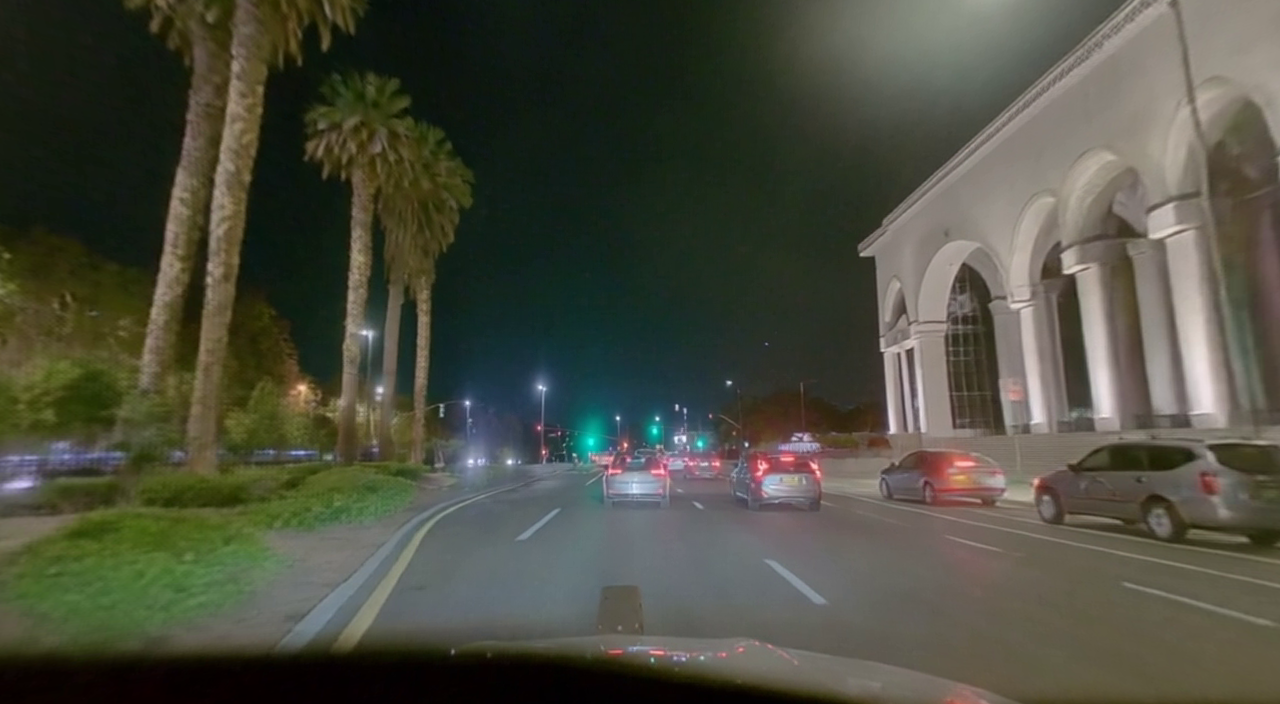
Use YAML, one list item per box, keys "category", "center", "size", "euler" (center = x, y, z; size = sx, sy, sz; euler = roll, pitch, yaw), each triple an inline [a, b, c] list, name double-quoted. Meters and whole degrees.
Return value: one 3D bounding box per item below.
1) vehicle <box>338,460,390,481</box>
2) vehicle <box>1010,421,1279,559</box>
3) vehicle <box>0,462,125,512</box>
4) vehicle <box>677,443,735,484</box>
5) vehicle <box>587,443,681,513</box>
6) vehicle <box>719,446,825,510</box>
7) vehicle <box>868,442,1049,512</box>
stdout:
- category: "vehicle"
  center: [-21.136, 9.068, 48.582]
  size: [1.935, 1.479, 4.453]
  euler: [0, -9, 0]
- category: "vehicle"
  center: [8.532, 2.094, 10.370]
  size: [1.994, 1.715, 4.777]
  euler: [0, -9, 0]
- category: "vehicle"
  center: [-20.919, 4.651, 22.128]
  size: [1.856, 1.429, 4.672]
  euler: [0, -9, -1]
- category: "vehicle"
  center: [3.299, 5.779, 33.392]
  size: [2.127, 1.854, 7.971]
  euler: [0, -9, -1]
- category: "vehicle"
  center: [-0.172, 3.040, 15.729]
  size: [2.050, 1.521, 3.747]
  euler: [0, -9, -1]
- category: "vehicle"
  center: [3.346, 3.266, 16.895]
  size: [1.833, 1.465, 4.258]
  euler: [0, -9, -1]
- category: "vehicle"
  center: [8.161, 3.222, 16.873]
  size: [1.970, 1.559, 4.911]
  euler: [1, -9, -5]
